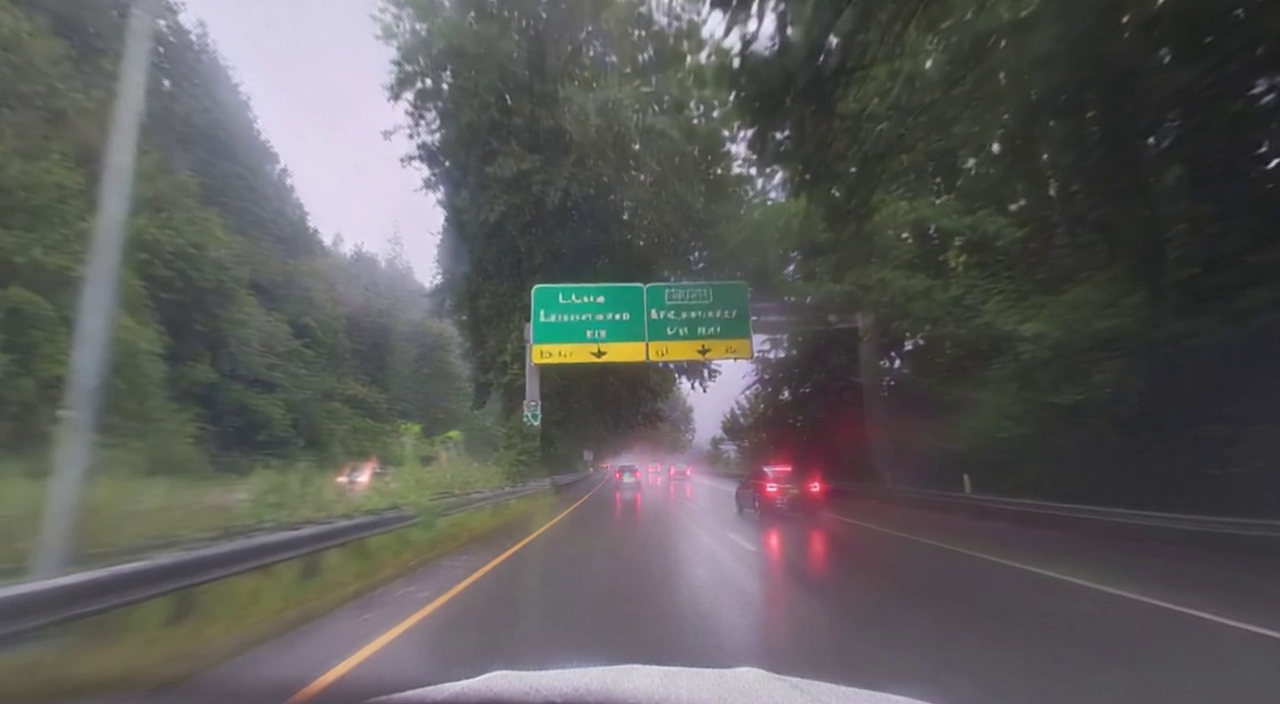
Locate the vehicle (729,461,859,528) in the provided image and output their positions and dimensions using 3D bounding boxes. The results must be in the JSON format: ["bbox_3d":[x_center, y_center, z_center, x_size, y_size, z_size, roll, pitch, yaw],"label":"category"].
[{"bbox_3d":[3.744,3.613,16.384,2.018,1.426,4.941,1,-11,-2],"label":"vehicle"}]

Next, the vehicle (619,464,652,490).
[{"bbox_3d":[-0.305,7.823,39.513,1.980,1.483,3.865,1,-11,-1],"label":"vehicle"}]

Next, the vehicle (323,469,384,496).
[{"bbox_3d":[-17.359,7.907,38.393,1.812,1.497,4.038,1,-11,-1],"label":"vehicle"}]
